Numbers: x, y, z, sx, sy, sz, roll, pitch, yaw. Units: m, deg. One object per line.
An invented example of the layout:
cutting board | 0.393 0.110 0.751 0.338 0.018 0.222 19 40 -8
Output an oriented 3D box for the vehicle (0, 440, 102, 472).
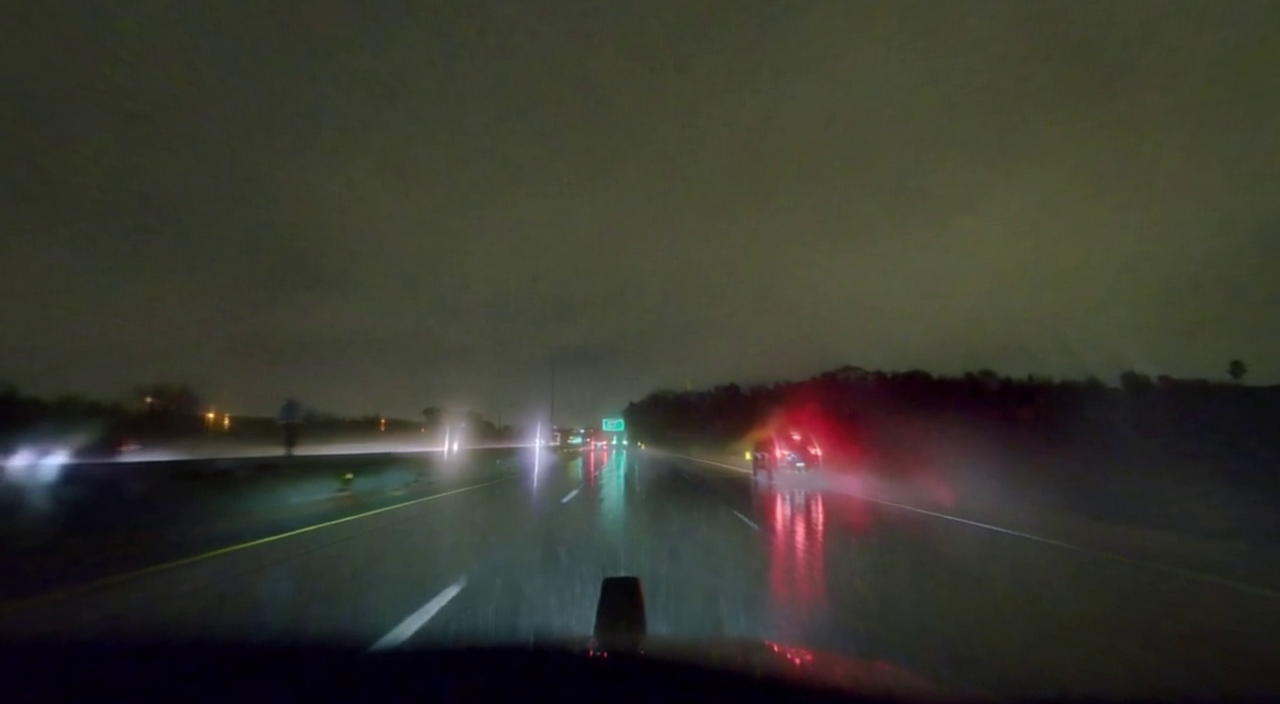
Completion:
vehicle | -32.082 5.525 33.711 1.978 1.540 5.108 0 -9 0
